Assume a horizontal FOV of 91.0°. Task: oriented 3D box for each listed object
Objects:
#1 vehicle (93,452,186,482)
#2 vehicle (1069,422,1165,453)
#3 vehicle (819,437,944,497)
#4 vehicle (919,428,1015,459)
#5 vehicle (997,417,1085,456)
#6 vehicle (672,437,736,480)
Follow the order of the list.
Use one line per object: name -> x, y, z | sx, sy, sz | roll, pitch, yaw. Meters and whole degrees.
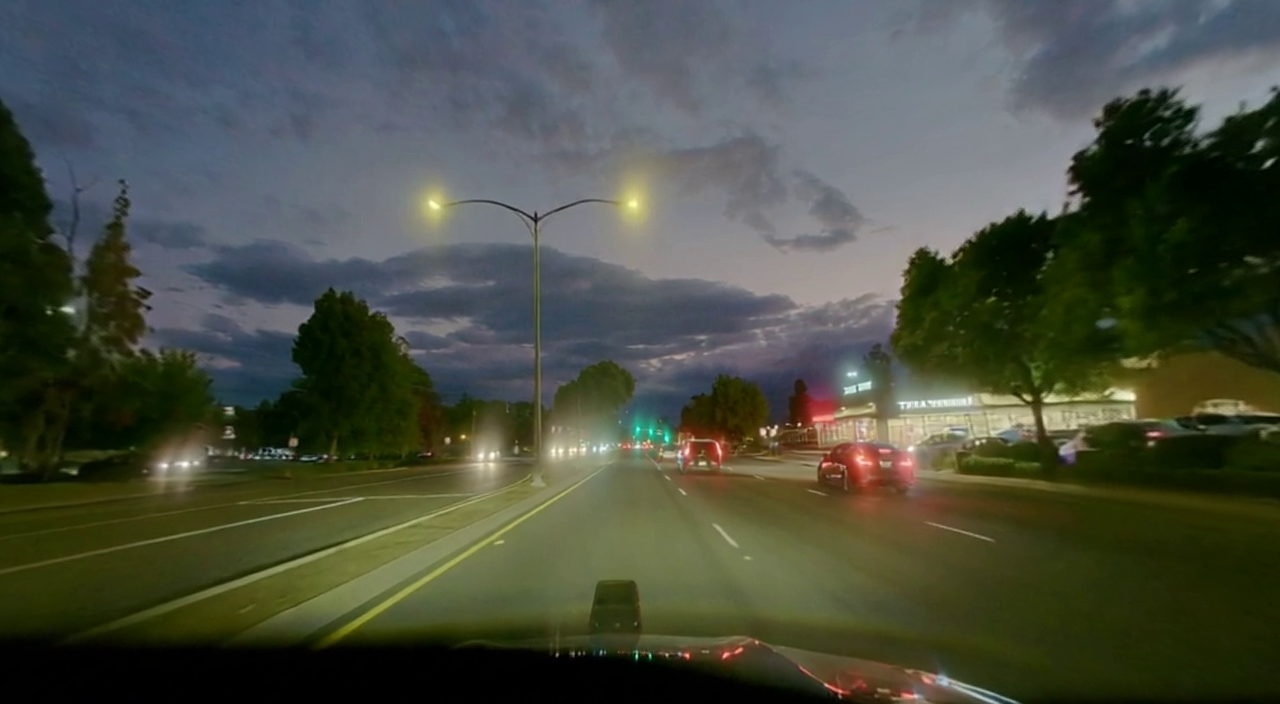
vehicle -> -33.739, 7.721, 42.612 | 1.999, 1.834, 4.697 | -1, -9, 9
vehicle -> 33.334, 6.059, 44.269 | 2.307, 2.019, 5.604 | 0, -9, -1
vehicle -> 6.833, 3.270, 18.338 | 1.886, 1.528, 4.169 | 0, -9, -1
vehicle -> 22.773, 6.451, 44.309 | 2.858, 2.005, 6.831 | 0, -8, -3
vehicle -> 28.135, 6.015, 44.449 | 2.438, 2.602, 5.677 | 0, -9, 0
vehicle -> 2.641, 4.531, 27.077 | 2.161, 1.676, 4.151 | 0, -9, -2
